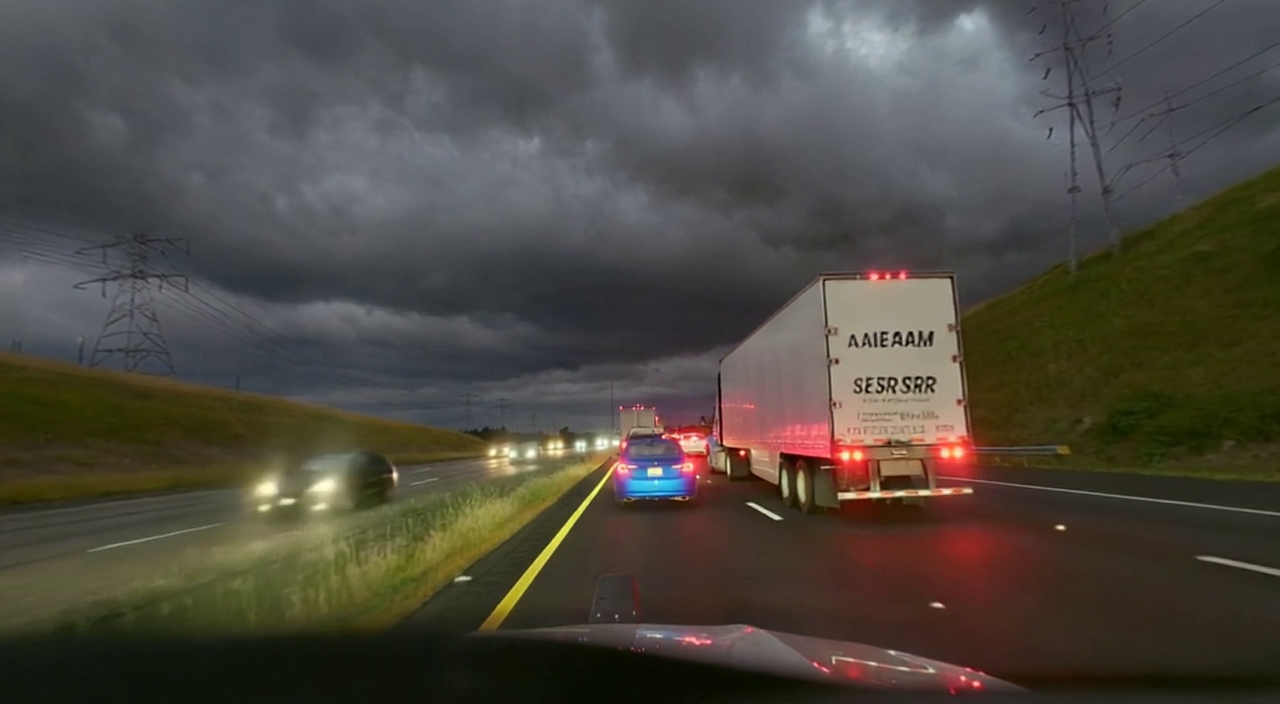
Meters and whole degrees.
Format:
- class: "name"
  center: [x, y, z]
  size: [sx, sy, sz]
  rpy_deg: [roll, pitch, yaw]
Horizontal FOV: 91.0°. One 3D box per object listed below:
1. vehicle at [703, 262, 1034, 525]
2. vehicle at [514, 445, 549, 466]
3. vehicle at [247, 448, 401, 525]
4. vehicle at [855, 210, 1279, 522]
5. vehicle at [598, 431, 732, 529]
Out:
- class: "vehicle"
  center: [4.180, 1.574, 16.827]
  size: [3.138, 4.065, 14.276]
  rpy_deg: [0, -8, -2]
- class: "vehicle"
  center: [-8.202, 7.832, 47.800]
  size: [1.848, 1.512, 4.327]
  rpy_deg: [-1, -8, 0]
- class: "vehicle"
  center: [-7.778, 3.294, 15.981]
  size: [1.926, 1.606, 3.853]
  rpy_deg: [-1, -8, -1]
- class: "vehicle"
  center: [8.700, 0.983, 14.459]
  size: [2.845, 4.146, 12.401]
  rpy_deg: [0, -8, -1]
- class: "vehicle"
  center: [0.331, 2.205, 11.437]
  size: [2.045, 1.446, 3.597]
  rpy_deg: [0, -8, -2]
